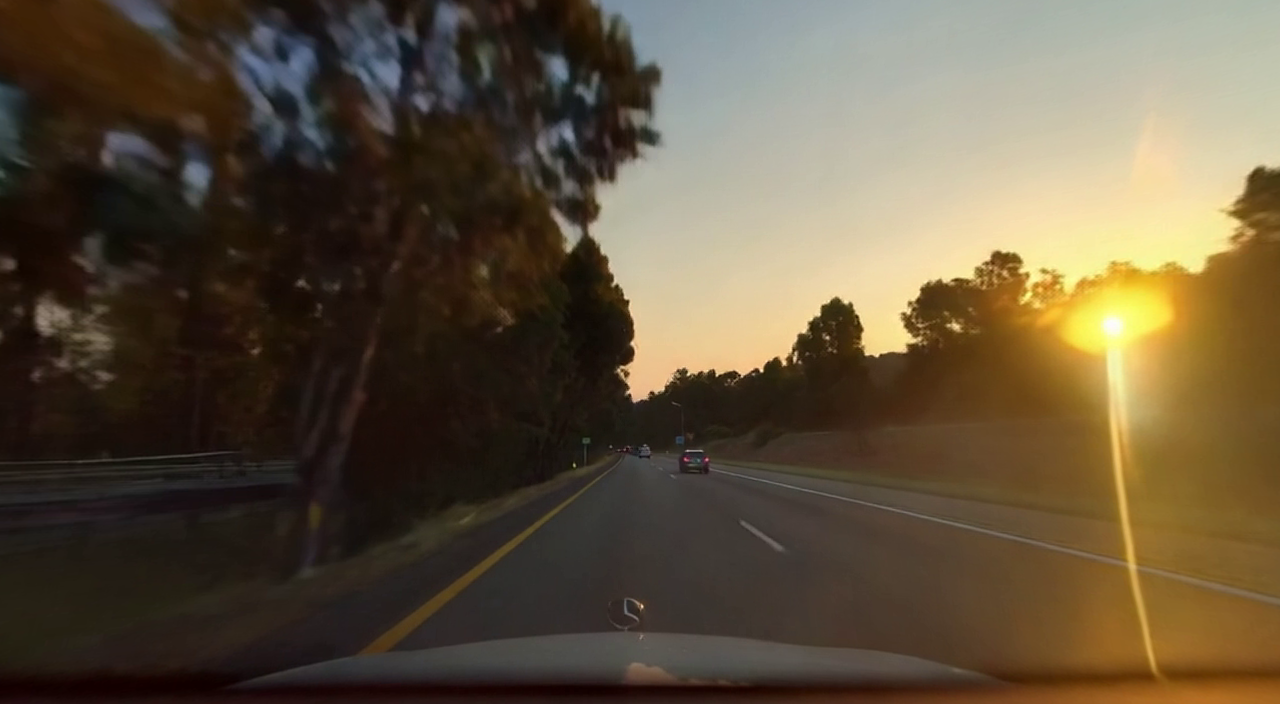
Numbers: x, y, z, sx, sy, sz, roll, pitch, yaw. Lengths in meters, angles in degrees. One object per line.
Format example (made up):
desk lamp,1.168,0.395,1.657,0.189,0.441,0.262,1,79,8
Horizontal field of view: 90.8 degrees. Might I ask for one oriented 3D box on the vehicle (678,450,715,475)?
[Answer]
vehicle,3.490,6.858,39.362,1.870,1.486,3.858,0,-9,-1
